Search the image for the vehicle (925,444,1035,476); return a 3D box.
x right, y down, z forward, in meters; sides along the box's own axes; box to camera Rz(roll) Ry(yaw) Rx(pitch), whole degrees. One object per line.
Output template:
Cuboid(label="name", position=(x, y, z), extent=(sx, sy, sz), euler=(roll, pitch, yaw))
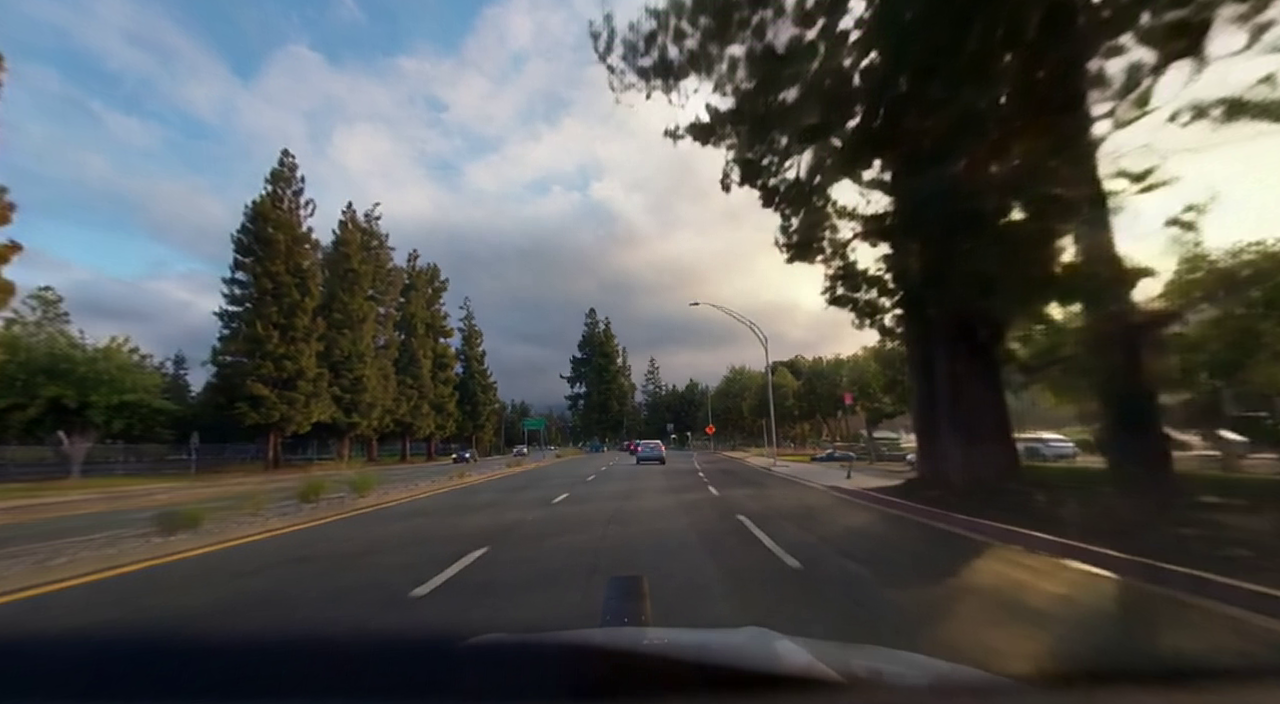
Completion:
Cuboid(label="vehicle", position=(15.522, 4.938, 28.911), extent=(3.913, 1.384, 1.893), euler=(0, -9, 1))

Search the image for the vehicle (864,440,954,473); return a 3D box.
Cuboid(label="vehicle", position=(15.903, 6.148, 37.357), extent=(4.413, 1.471, 1.823), euler=(-5, -7, 0))

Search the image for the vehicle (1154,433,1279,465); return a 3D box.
Cuboid(label="vehicle", position=(28.803, 4.831, 31.411), extent=(4.576, 1.490, 1.896), euler=(0, -9, 1))

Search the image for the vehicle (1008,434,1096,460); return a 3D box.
Cuboid(label="vehicle", position=(28.765, 6.669, 44.131), extent=(4.688, 1.748, 2.099), euler=(0, -9, -2))

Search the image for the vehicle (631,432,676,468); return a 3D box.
Cuboid(label="vehicle", position=(0.667, 4.977, 31.965), extent=(2.135, 1.691, 3.884), euler=(0, -9, 1))
